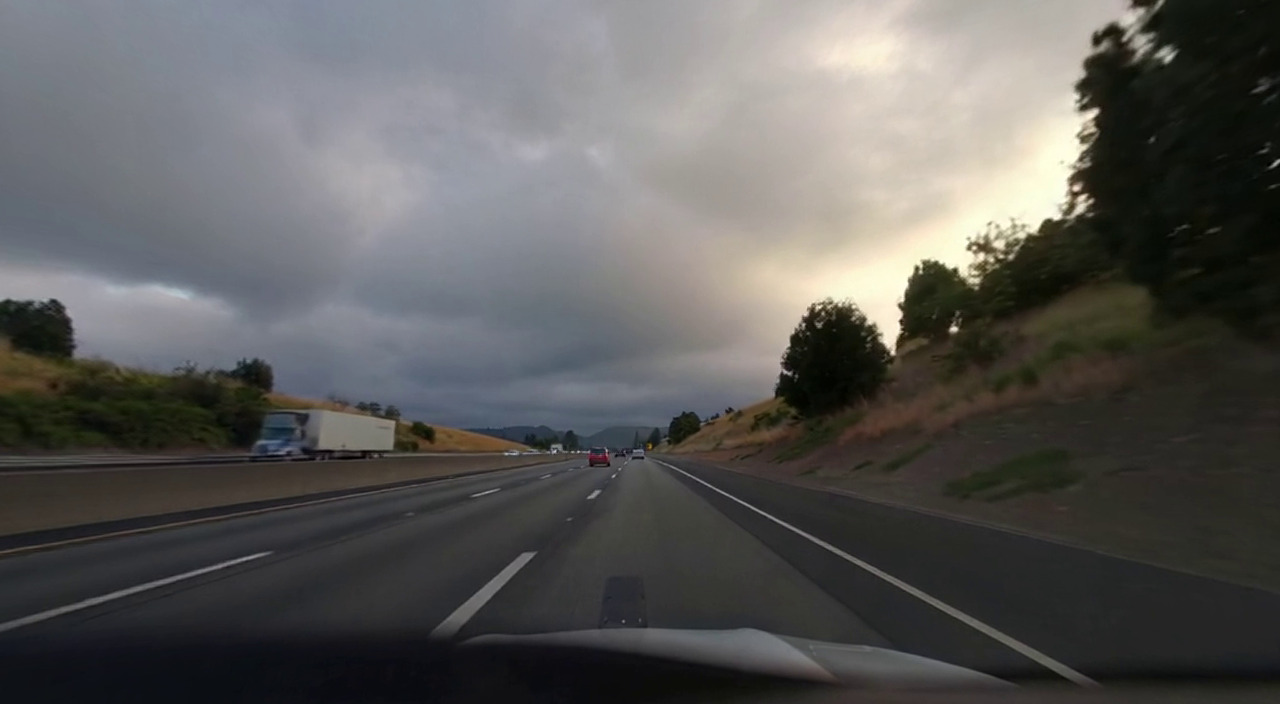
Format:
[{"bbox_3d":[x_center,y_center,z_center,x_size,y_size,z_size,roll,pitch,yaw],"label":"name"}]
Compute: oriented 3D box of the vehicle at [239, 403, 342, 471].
[{"bbox_3d":[-22.098,5.489,40.260,3.037,3.999,5.882,0,-9,0],"label":"vehicle"}]
